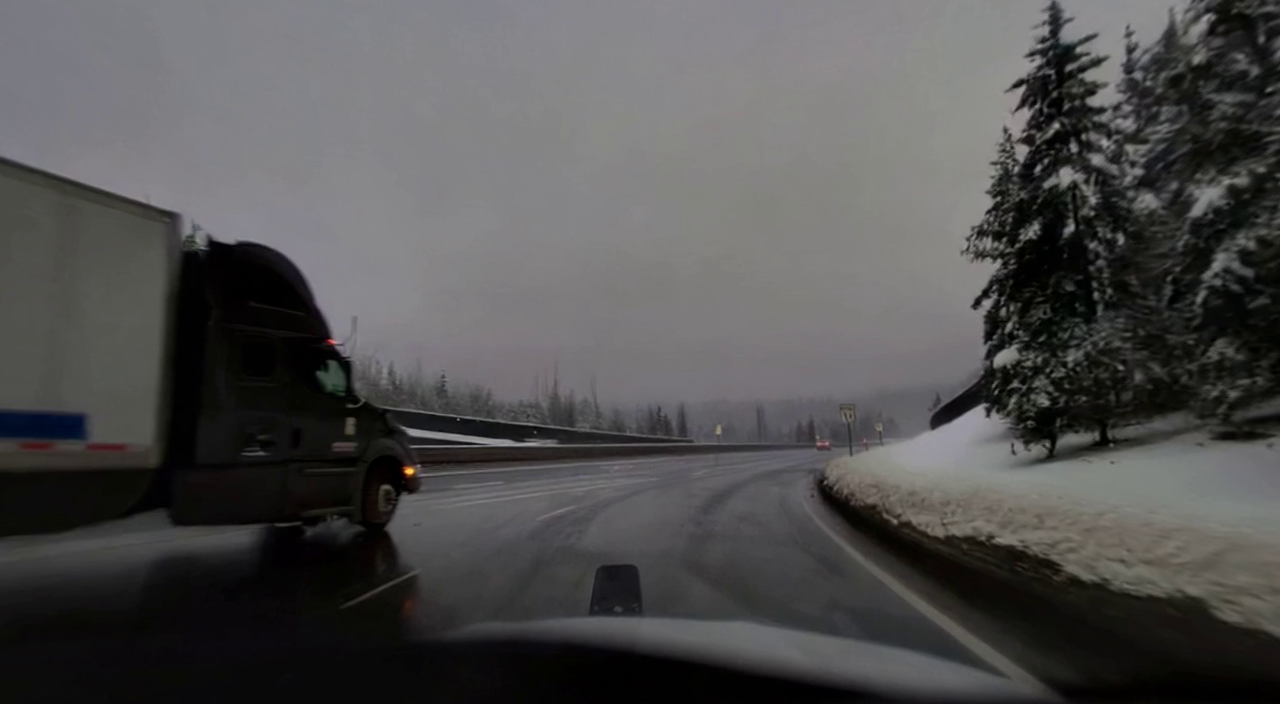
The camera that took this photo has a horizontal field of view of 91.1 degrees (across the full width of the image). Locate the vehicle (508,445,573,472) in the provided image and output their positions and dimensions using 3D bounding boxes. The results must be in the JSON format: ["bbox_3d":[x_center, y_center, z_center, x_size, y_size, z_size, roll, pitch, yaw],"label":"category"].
[{"bbox_3d":[-5.967,6.427,38.182,1.924,1.498,4.237,-4,-9,24],"label":"vehicle"}]

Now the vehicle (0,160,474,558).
[{"bbox_3d":[-6.982,0.435,9.185,2.997,4.029,10.500,-3,-8,22],"label":"vehicle"}]
